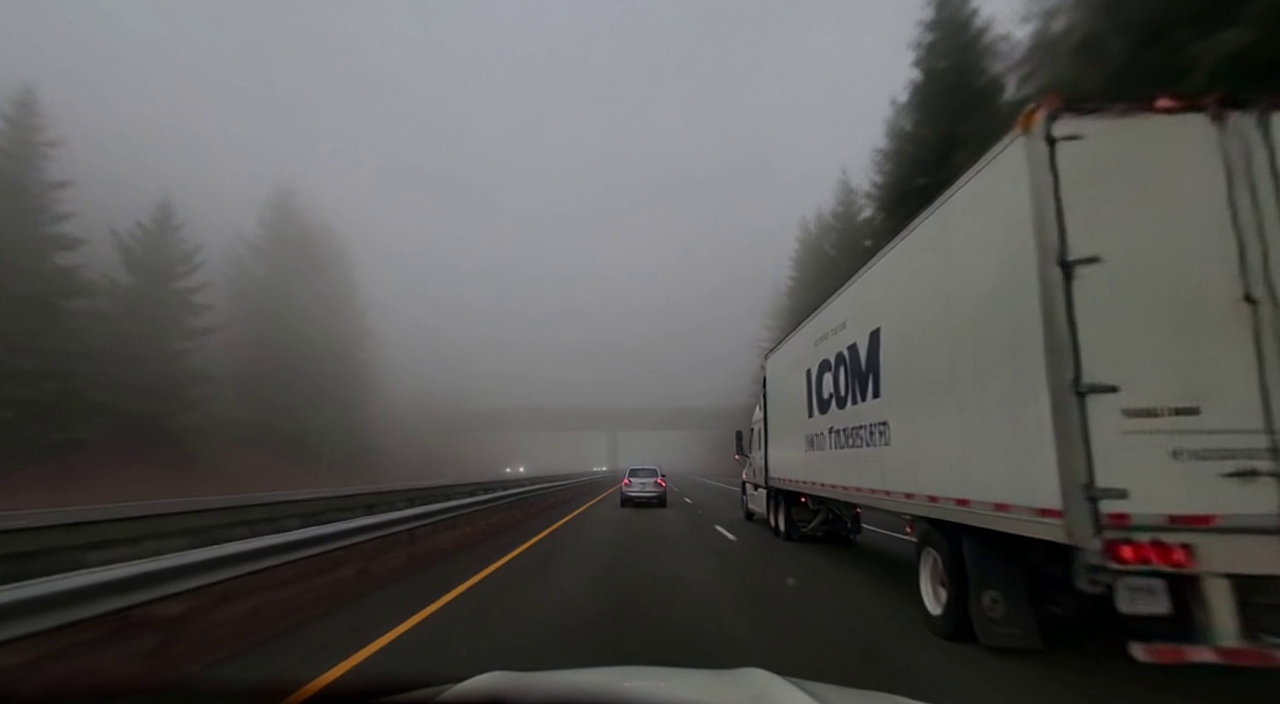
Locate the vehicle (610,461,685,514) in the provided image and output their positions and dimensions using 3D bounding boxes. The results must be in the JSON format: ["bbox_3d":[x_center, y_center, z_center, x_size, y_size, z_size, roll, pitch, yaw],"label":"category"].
[{"bbox_3d":[0.226,4.231,19.873,2.156,1.444,3.762,1,-11,0],"label":"vehicle"}]

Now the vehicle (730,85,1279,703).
[{"bbox_3d":[4.430,1.739,12.132,2.964,4.188,16.587,1,-11,0],"label":"vehicle"}]
